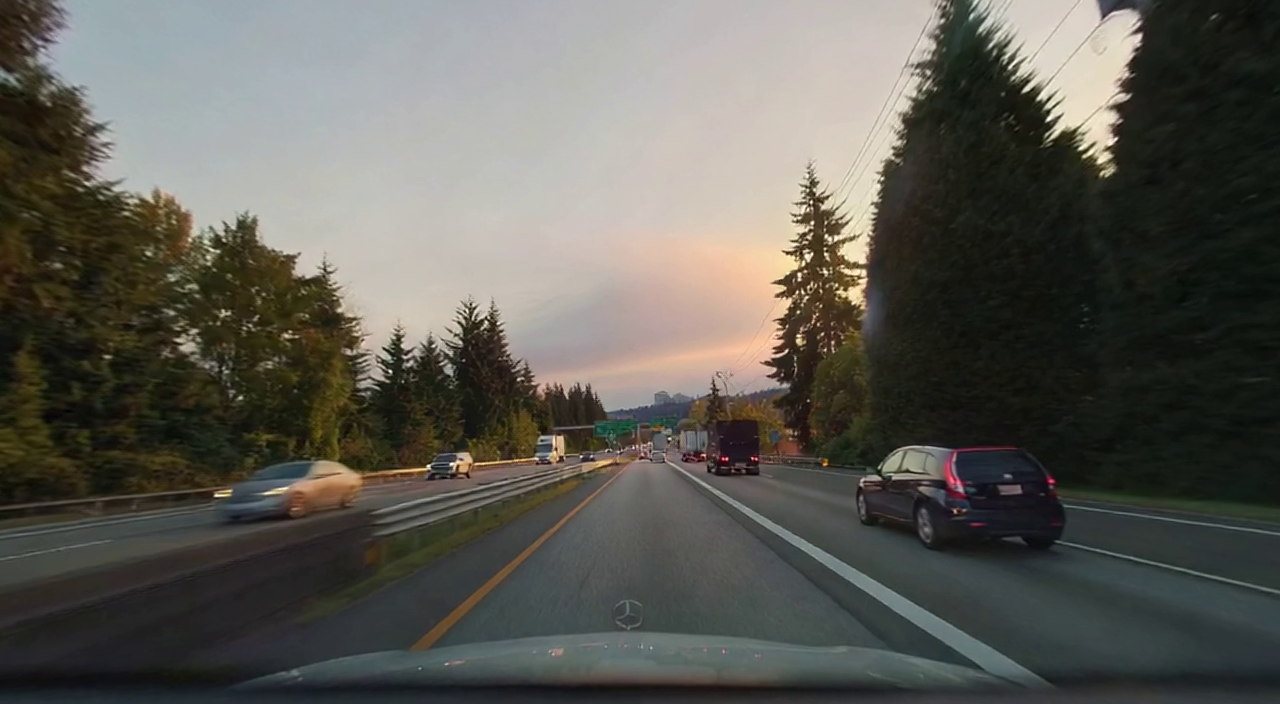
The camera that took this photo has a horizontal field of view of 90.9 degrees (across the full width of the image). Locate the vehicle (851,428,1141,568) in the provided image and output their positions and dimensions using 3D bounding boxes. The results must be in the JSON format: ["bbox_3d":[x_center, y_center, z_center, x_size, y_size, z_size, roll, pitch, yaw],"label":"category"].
[{"bbox_3d":[4.531,1.883,8.782,1.873,1.519,3.607,0,-9,0],"label":"vehicle"}]

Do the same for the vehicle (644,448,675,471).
[{"bbox_3d":[1.320,7.399,43.558,2.049,1.500,3.790,0,-9,1],"label":"vehicle"}]

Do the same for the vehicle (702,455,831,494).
[{"bbox_3d":[4.607,4.911,26.336,2.472,1.036,13.239,0,-9,-1],"label":"vehicle"}]

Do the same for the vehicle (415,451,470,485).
[{"bbox_3d":[-12.225,7.168,39.258,1.899,1.750,4.339,-5,-9,1],"label":"vehicle"}]

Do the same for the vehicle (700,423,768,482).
[{"bbox_3d":[4.726,5.192,32.769,2.569,2.783,5.984,0,-9,-1],"label":"vehicle"}]
